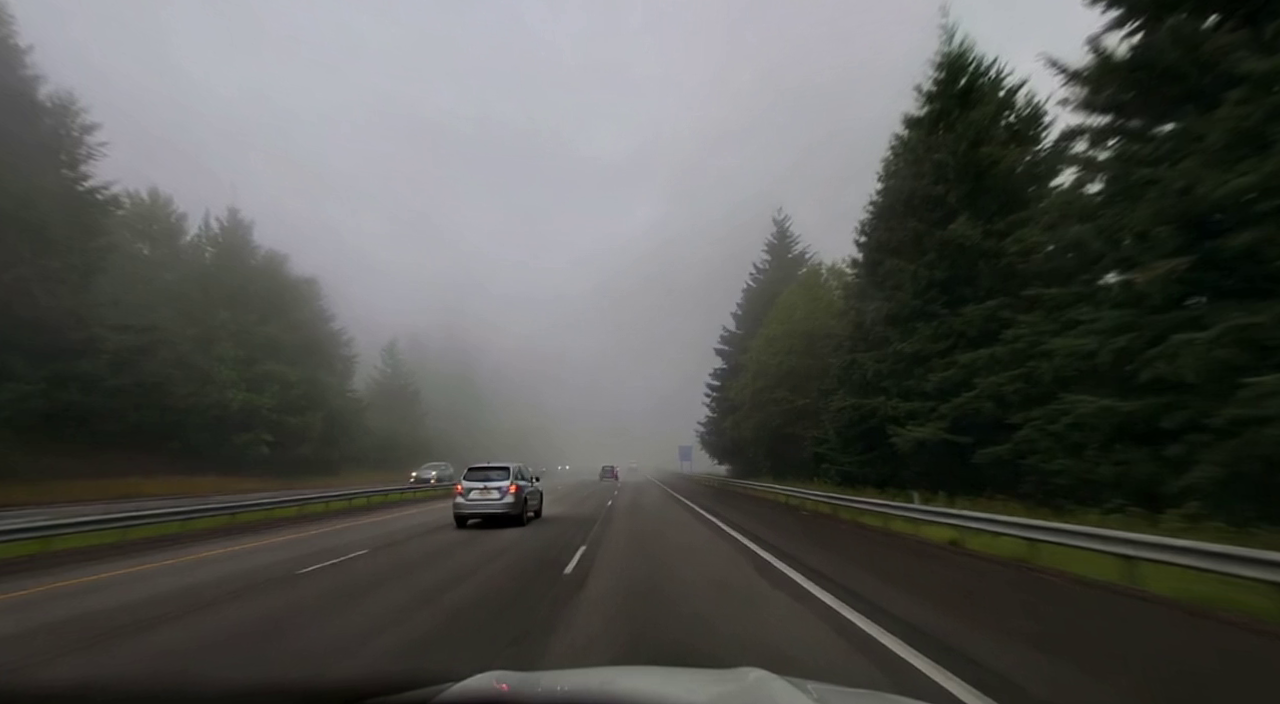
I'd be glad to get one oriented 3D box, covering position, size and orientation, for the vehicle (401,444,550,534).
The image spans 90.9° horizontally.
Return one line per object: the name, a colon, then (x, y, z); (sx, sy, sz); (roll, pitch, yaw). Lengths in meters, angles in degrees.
vehicle: (-3.382, 2.949, 13.911); (2.104, 1.655, 4.039); (0, -10, 1)
